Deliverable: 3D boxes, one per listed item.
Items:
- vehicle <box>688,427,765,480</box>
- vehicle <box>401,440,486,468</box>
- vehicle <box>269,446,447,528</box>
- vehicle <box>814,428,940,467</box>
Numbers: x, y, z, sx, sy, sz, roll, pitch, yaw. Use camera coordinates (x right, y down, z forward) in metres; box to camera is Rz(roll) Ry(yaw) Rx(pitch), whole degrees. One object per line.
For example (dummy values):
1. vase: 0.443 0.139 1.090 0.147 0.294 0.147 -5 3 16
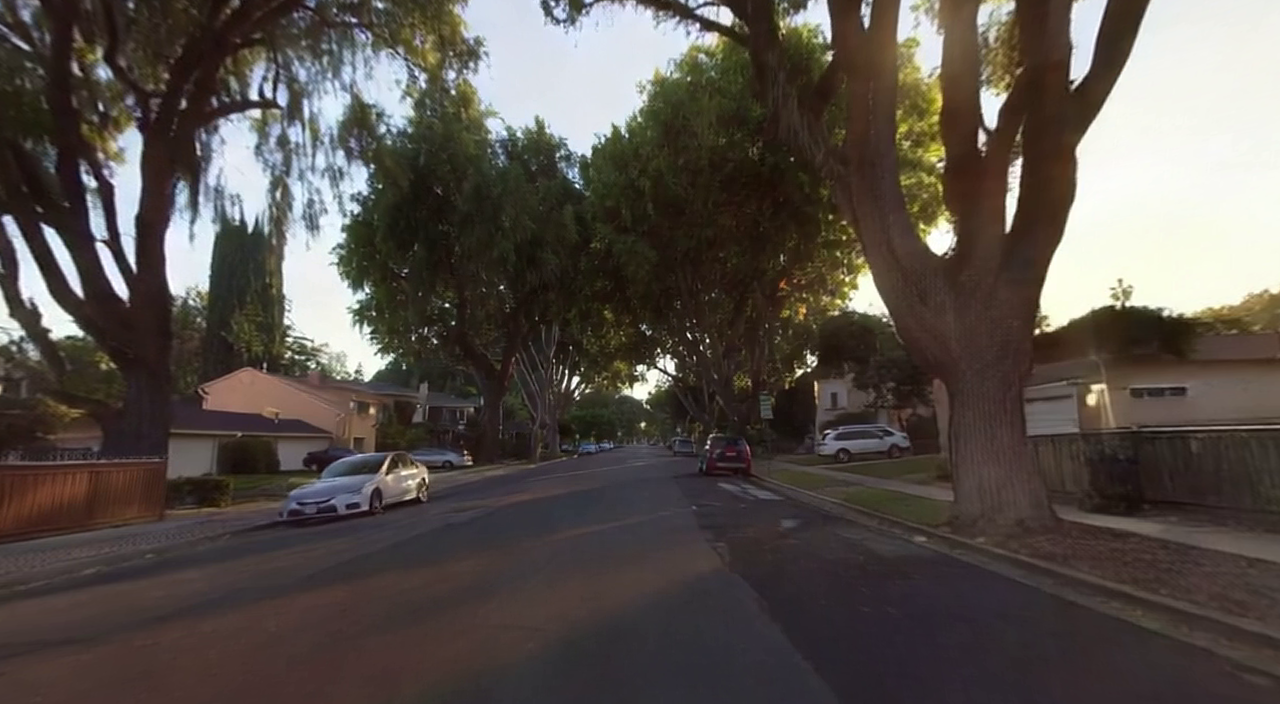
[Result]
1. vehicle: 3.268 3.992 25.034 2.241 1.875 5.059 0 -8 -1
2. vehicle: -12.941 6.738 41.837 4.928 1.797 1.981 0 -8 1
3. vehicle: -6.303 3.003 14.764 2.099 1.399 4.357 -4 -8 1
4. vehicle: 10.545 4.327 28.535 5.041 1.486 1.969 -4 -9 14
